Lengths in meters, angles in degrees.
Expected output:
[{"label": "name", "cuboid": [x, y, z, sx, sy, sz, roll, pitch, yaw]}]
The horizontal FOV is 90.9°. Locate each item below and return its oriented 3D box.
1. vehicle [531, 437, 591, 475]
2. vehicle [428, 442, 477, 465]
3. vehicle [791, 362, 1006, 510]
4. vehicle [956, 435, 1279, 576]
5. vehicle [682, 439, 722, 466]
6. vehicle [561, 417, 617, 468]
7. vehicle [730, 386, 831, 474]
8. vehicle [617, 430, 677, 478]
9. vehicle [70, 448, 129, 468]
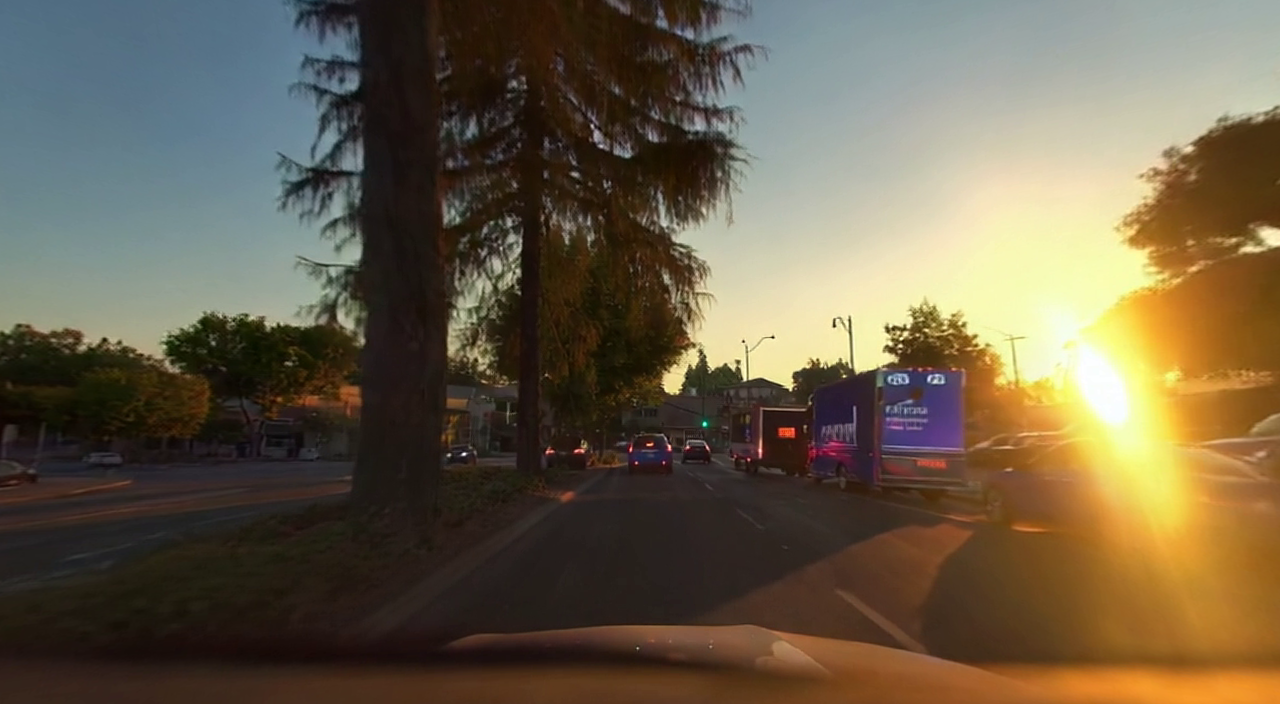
[{"label": "vehicle", "cuboid": [-3.338, 4.475, 27.478, 2.008, 1.500, 4.369, 0, -8, 1]}, {"label": "vehicle", "cuboid": [-13.756, 7.460, 46.588, 1.928, 1.497, 4.446, -1, -7, 4]}, {"label": "vehicle", "cuboid": [6.825, 2.466, 18.358, 2.891, 3.361, 7.843, 0, -8, 0]}, {"label": "vehicle", "cuboid": [6.662, 1.966, 9.016, 1.980, 1.473, 4.537, 0, -8, 1]}, {"label": "vehicle", "cuboid": [3.713, 6.137, 38.575, 2.075, 1.540, 4.411, 0, -8, 1]}, {"label": "vehicle", "cuboid": [-2.969, 5.521, 38.509, 2.715, 2.791, 7.171, 0, -8, 1]}, {"label": "vehicle", "cuboid": [6.985, 4.251, 33.275, 2.816, 3.804, 10.315, -2, -9, 0]}, {"label": "vehicle", "cuboid": [0.309, 4.031, 25.041, 2.209, 1.718, 4.008, -1, -8, 2]}, {"label": "vehicle", "cuboid": [-41.382, 8.086, 48.396, 1.795, 1.416, 4.294, 2, -9, -16]}]
